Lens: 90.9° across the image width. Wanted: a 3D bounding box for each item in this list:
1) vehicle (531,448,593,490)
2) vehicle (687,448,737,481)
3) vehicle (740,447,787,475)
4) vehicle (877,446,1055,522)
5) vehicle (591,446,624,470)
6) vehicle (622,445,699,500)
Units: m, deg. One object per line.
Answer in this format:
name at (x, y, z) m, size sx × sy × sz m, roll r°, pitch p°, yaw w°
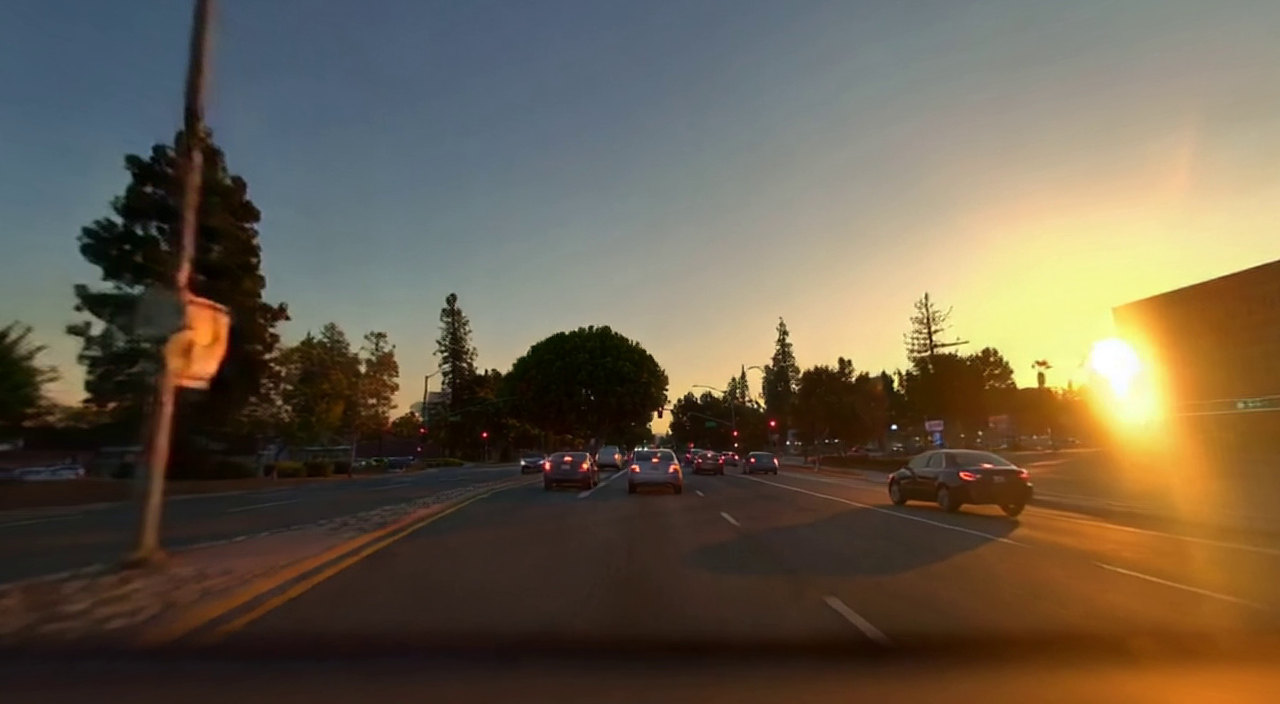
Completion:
vehicle at (-2.875, 4.431, 24.210) m, size 1.938 × 1.472 × 4.399 m, roll 0°, pitch -9°, yaw -2°
vehicle at (3.518, 5.602, 31.618) m, size 1.988 × 1.528 × 4.144 m, roll 0°, pitch -9°, yaw -1°
vehicle at (7.746, 6.878, 39.962) m, size 2.044 × 1.701 × 4.397 m, roll 0°, pitch -9°, yaw 0°
vehicle at (7.471, 3.034, 15.062) m, size 1.892 × 1.515 × 4.400 m, roll 0°, pitch -9°, yaw 0°
vehicle at (-2.416, 8.020, 47.931) m, size 2.219 × 1.699 × 4.090 m, roll 0°, pitch -9°, yaw 1°
vehicle at (0.601, 3.612, 19.222) m, size 2.096 × 1.473 × 3.893 m, roll 0°, pitch -9°, yaw 1°
